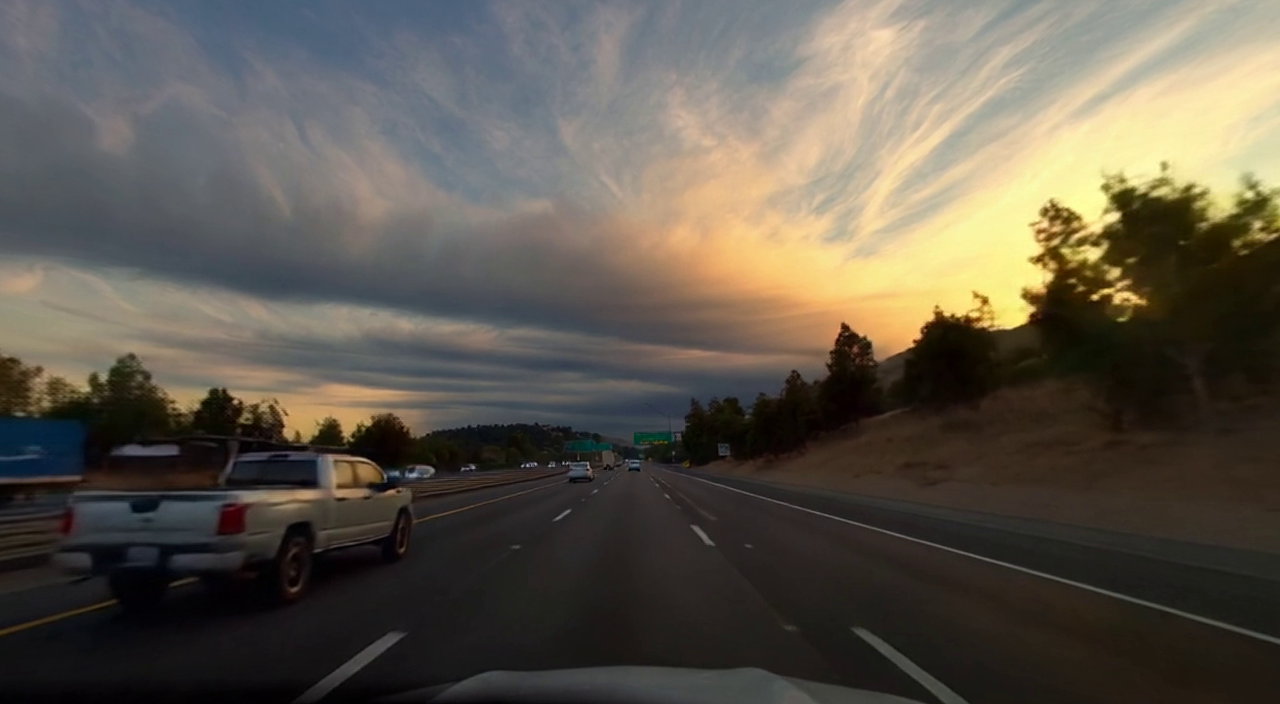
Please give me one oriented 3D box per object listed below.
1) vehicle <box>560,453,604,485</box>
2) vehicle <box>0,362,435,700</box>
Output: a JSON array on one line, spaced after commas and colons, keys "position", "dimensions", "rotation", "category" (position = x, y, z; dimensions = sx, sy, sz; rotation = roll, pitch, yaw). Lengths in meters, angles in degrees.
[{"position": [-3.706, 7.602, 41.001], "dimensions": [2.390, 1.879, 4.423], "rotation": [1, -11, 0], "category": "vehicle"}, {"position": [-3.918, 1.422, 6.006], "dimensions": [2.272, 1.873, 4.832], "rotation": [1, -10, 0], "category": "vehicle"}]
